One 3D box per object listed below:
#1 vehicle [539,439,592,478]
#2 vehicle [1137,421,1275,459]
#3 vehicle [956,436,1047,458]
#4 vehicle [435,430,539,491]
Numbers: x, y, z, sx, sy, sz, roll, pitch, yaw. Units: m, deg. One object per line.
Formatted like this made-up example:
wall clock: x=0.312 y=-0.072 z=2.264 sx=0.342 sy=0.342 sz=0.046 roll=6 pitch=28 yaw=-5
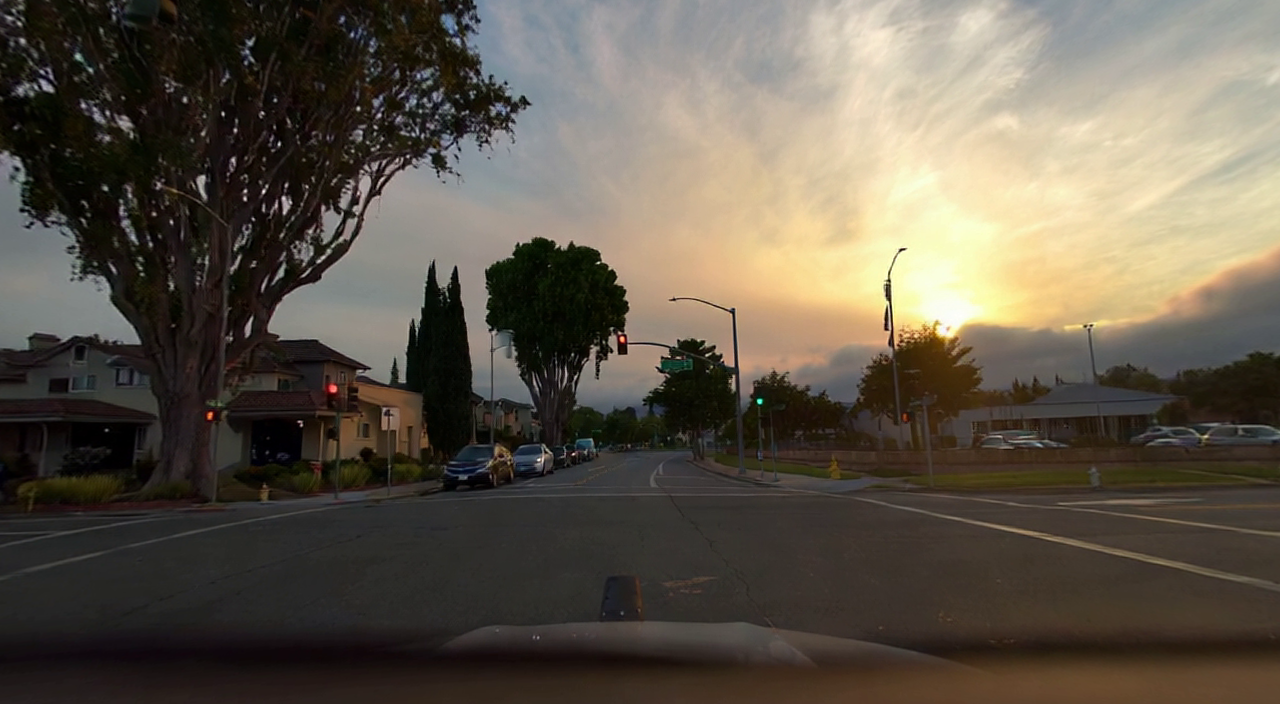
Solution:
vehicle: x=-3.669 y=5.319 z=31.862 sx=2.120 sy=1.783 sz=4.788 roll=0 pitch=-9 yaw=-1
vehicle: x=33.257 y=5.191 z=37.224 sx=5.969 sy=2.149 sz=2.331 roll=0 pitch=-9 yaw=-3
vehicle: x=25.012 y=6.591 z=43.825 sx=5.172 sy=1.515 sz=1.851 roll=0 pitch=-9 yaw=-2
vehicle: x=-6.526 y=4.769 z=28.264 sx=2.896 sy=2.339 sz=7.322 roll=0 pitch=-9 yaw=-1
